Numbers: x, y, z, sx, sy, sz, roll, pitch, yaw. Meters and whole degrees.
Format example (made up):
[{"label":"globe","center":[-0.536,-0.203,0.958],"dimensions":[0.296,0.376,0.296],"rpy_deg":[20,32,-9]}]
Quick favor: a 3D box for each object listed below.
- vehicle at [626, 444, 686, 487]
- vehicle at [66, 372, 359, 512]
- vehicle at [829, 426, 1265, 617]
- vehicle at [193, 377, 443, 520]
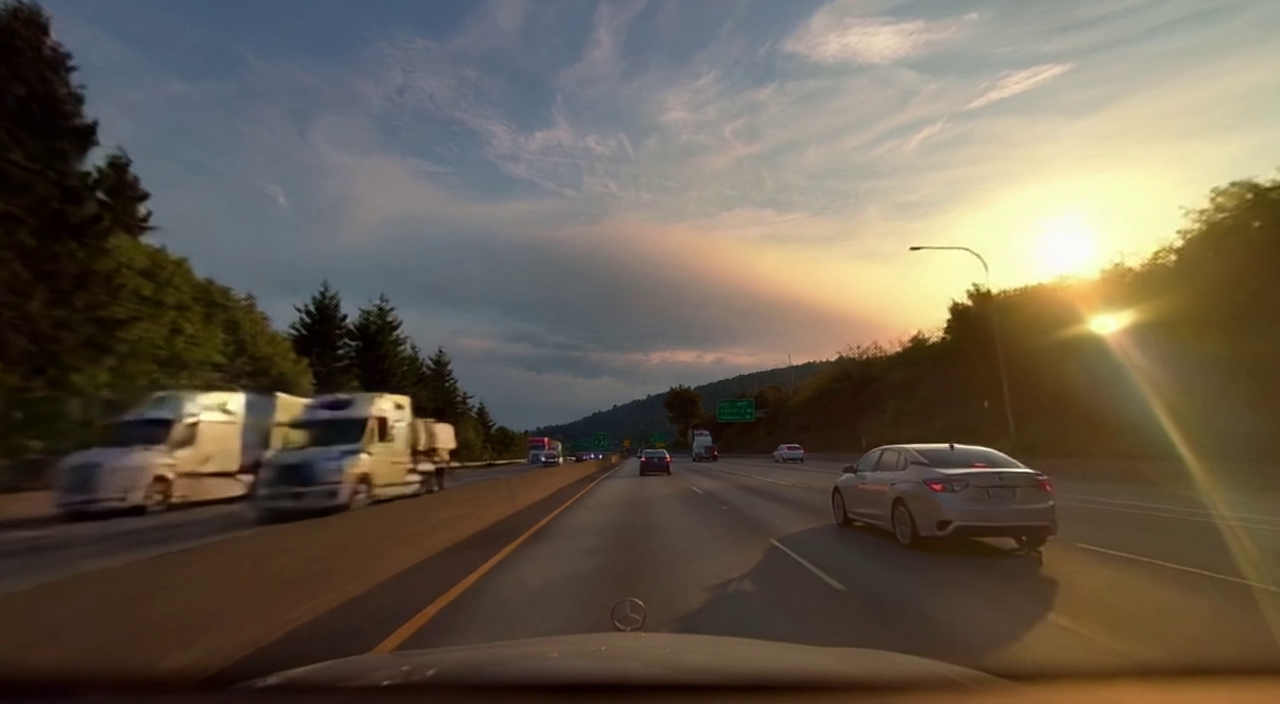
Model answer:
[{"label":"vehicle","center":[0.585,4.422,24.839],"dimensions":[2.177,1.520,4.278],"rpy_deg":[0,-9,0]},{"label":"vehicle","center":[-15.062,3.511,24.295],"dimensions":[2.945,4.037,11.797],"rpy_deg":[0,-9,0]},{"label":"vehicle","center":[3.854,1.664,7.154],"dimensions":[2.029,1.475,4.279],"rpy_deg":[0,-9,-1]},{"label":"vehicle","center":[-7.828,2.564,16.840],"dimensions":[2.687,2.948,7.422],"rpy_deg":[0,-9,0]}]
